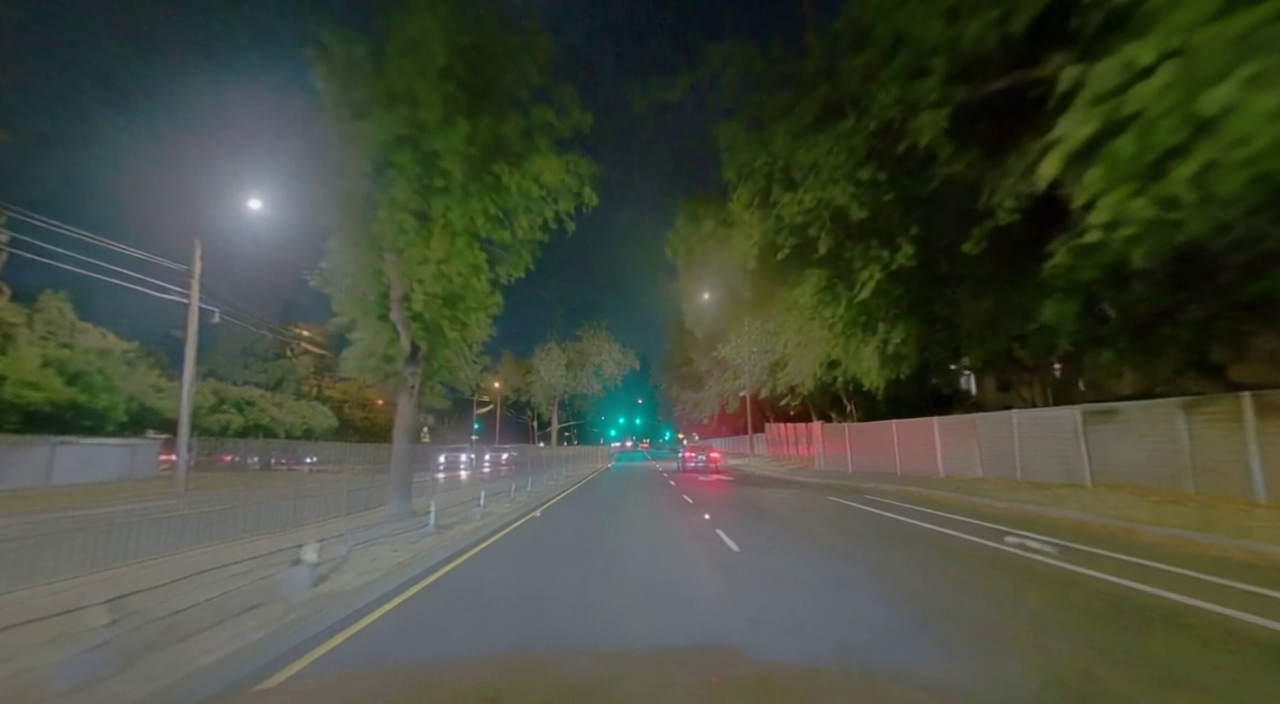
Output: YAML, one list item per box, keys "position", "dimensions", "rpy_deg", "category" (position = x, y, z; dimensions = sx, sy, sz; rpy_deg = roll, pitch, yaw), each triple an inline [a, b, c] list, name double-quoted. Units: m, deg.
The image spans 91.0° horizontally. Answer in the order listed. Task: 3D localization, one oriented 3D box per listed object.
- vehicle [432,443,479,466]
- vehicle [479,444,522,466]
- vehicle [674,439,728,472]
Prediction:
- position: [-13.471, 7.502, 46.223]
  dimensions: [2.036, 1.645, 4.468]
  rpy_deg: [0, -9, 1]
  category: "vehicle"
- position: [-9.481, 7.035, 43.144]
  dimensions: [1.833, 1.420, 4.327]
  rpy_deg: [0, -9, 2]
  category: "vehicle"
- position: [2.933, 5.111, 31.173]
  dimensions: [2.105, 1.490, 4.008]
  rpy_deg: [0, -9, -2]
  category: "vehicle"
